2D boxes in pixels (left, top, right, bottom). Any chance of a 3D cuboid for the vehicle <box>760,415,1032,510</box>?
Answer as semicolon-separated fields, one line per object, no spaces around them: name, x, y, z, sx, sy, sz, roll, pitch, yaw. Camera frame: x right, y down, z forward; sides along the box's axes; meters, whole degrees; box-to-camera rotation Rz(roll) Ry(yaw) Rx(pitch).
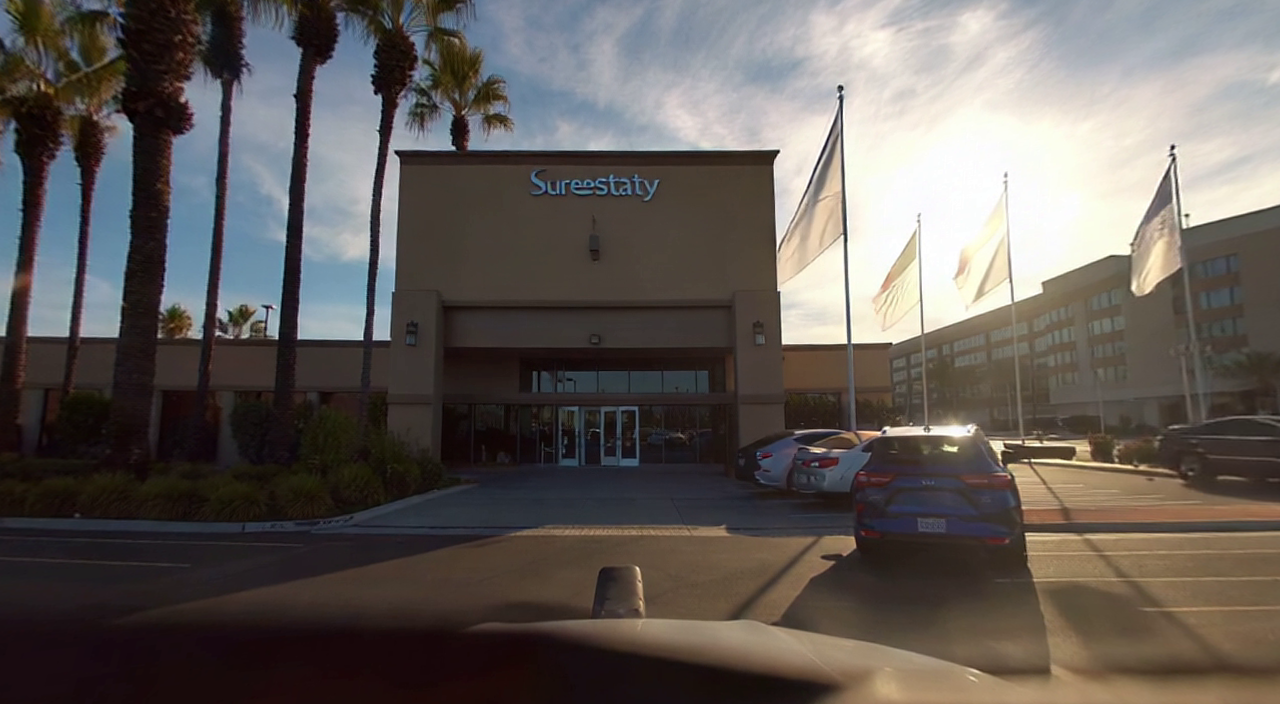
vehicle;4.880;2.177;12.569;4.567;1.723;1.926;0;-8;0

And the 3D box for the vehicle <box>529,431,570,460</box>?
vehicle;-6.612;6.845;46.333;1.943;1.890;4.472;-3;-8;6

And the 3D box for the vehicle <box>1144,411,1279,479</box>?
vehicle;19.439;2.918;19.697;2.357;1.921;5.999;0;-8;0
